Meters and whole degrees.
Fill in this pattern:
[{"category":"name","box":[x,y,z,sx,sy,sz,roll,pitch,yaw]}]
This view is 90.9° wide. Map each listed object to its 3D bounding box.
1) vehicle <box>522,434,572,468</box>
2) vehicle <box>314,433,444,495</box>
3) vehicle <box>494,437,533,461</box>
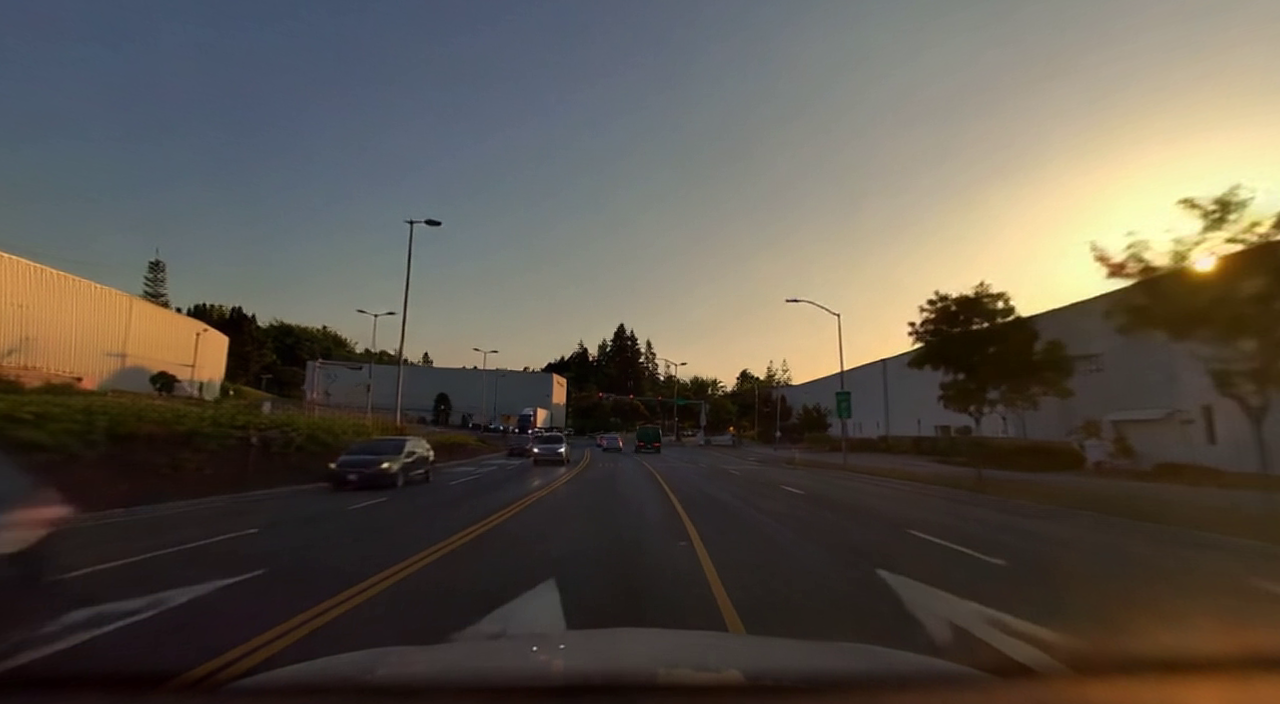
[{"category":"vehicle","box":[-4.534,4.869,31.138,2.003,1.562,3.862,0,-8,-2]},{"category":"vehicle","box":[-7.050,3.034,17.518,1.922,1.489,3.939,0,-8,0]},{"category":"vehicle","box":[-8.186,6.307,41.139,1.847,1.501,3.942,0,-8,-2]}]
